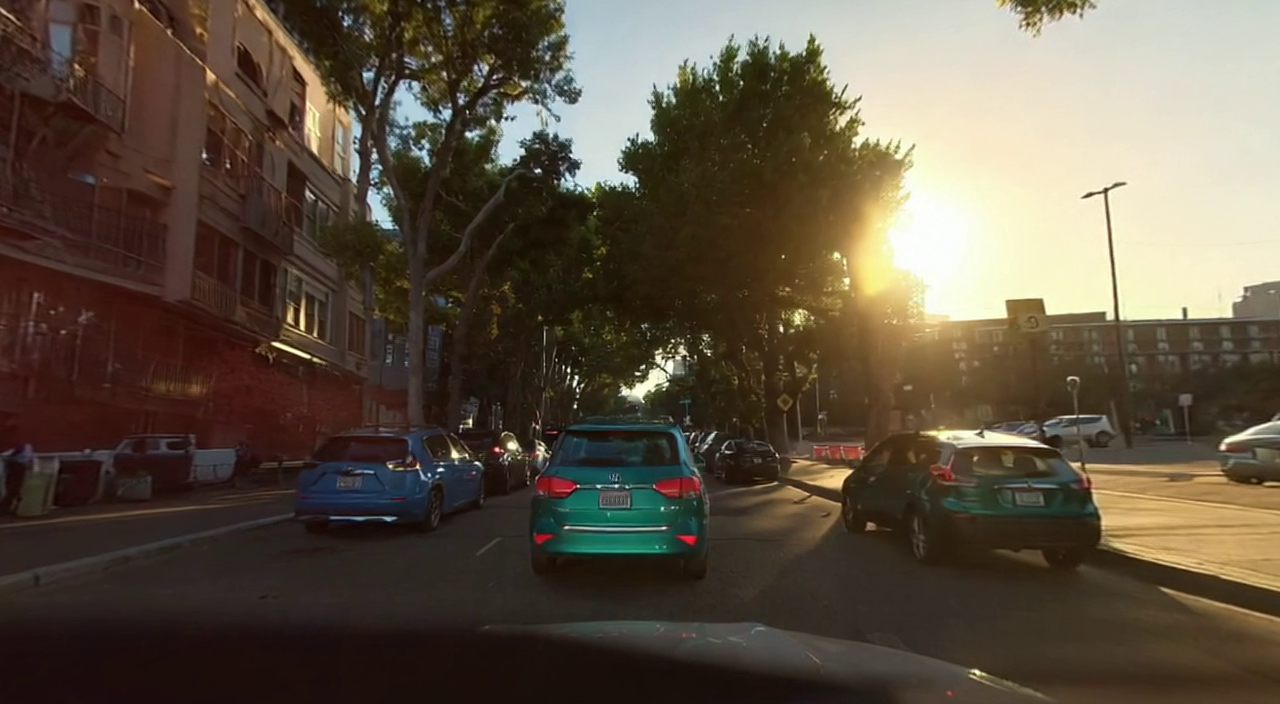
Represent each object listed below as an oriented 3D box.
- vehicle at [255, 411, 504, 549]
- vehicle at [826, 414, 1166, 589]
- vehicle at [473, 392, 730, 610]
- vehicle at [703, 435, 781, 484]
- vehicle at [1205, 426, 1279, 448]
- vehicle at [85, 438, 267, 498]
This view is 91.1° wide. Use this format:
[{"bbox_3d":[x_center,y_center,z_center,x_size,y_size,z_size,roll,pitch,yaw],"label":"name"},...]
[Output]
[{"bbox_3d":[-3.740,1.917,10.073,2.012,1.701,4.316,0,-8,2],"label":"vehicle"},{"bbox_3d":[3.775,1.629,7.629,1.847,1.554,3.885,0,-8,0],"label":"vehicle"},{"bbox_3d":[-0.238,1.471,7.069,2.022,1.700,4.084,0,-8,2],"label":"vehicle"},{"bbox_3d":[3.319,3.563,21.158,1.948,1.475,4.093,0,-8,0],"label":"vehicle"},{"bbox_3d":[44.645,6.230,45.820,4.624,1.515,1.754,-4,-9,24],"label":"vehicle"},{"bbox_3d":[-15.240,3.803,21.149,1.972,1.759,5.347,0,-8,1],"label":"vehicle"}]
